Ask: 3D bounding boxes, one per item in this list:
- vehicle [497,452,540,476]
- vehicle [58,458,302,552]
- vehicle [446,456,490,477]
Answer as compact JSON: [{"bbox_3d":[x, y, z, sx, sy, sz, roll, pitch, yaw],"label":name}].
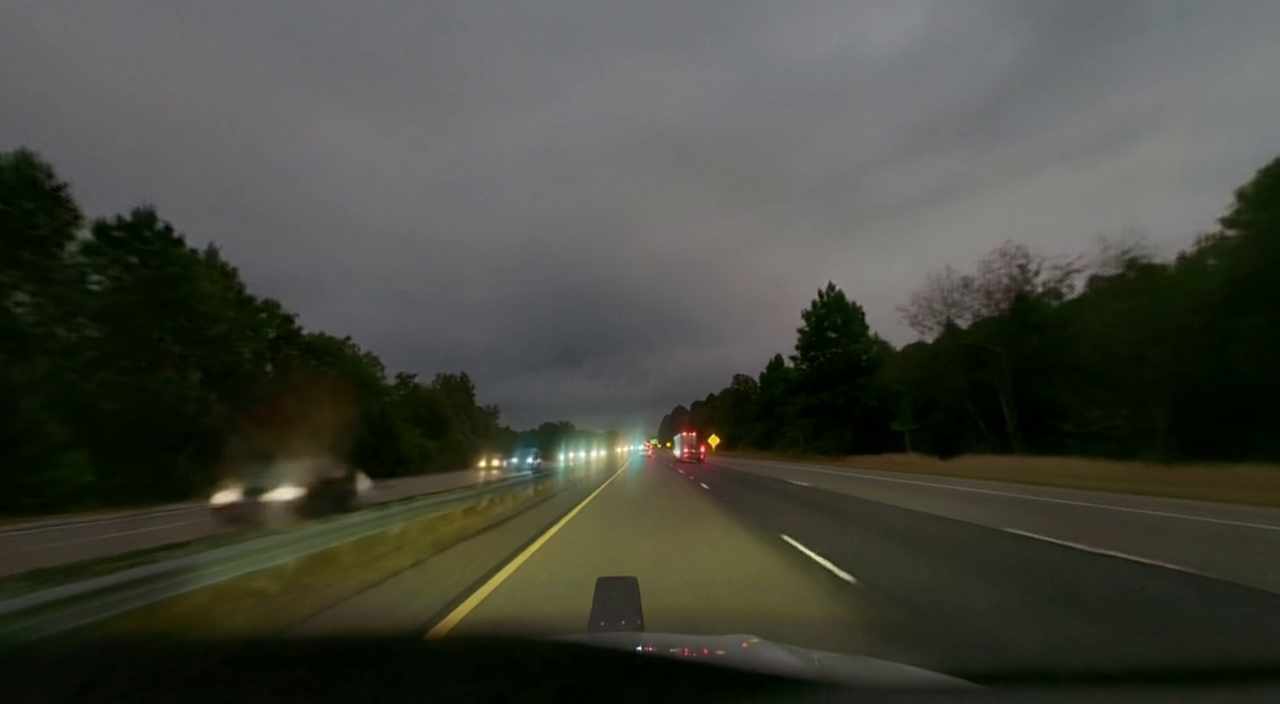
[{"bbox_3d":[-8.309,7.735,43.641,2.003,1.517,4.753,0,-9,0],"label":"vehicle"},{"bbox_3d":[-8.587,2.845,12.285,1.837,1.461,3.814,0,-9,0],"label":"vehicle"},{"bbox_3d":[-12.685,8.456,46.750,1.975,1.470,4.375,0,-9,1],"label":"vehicle"}]
